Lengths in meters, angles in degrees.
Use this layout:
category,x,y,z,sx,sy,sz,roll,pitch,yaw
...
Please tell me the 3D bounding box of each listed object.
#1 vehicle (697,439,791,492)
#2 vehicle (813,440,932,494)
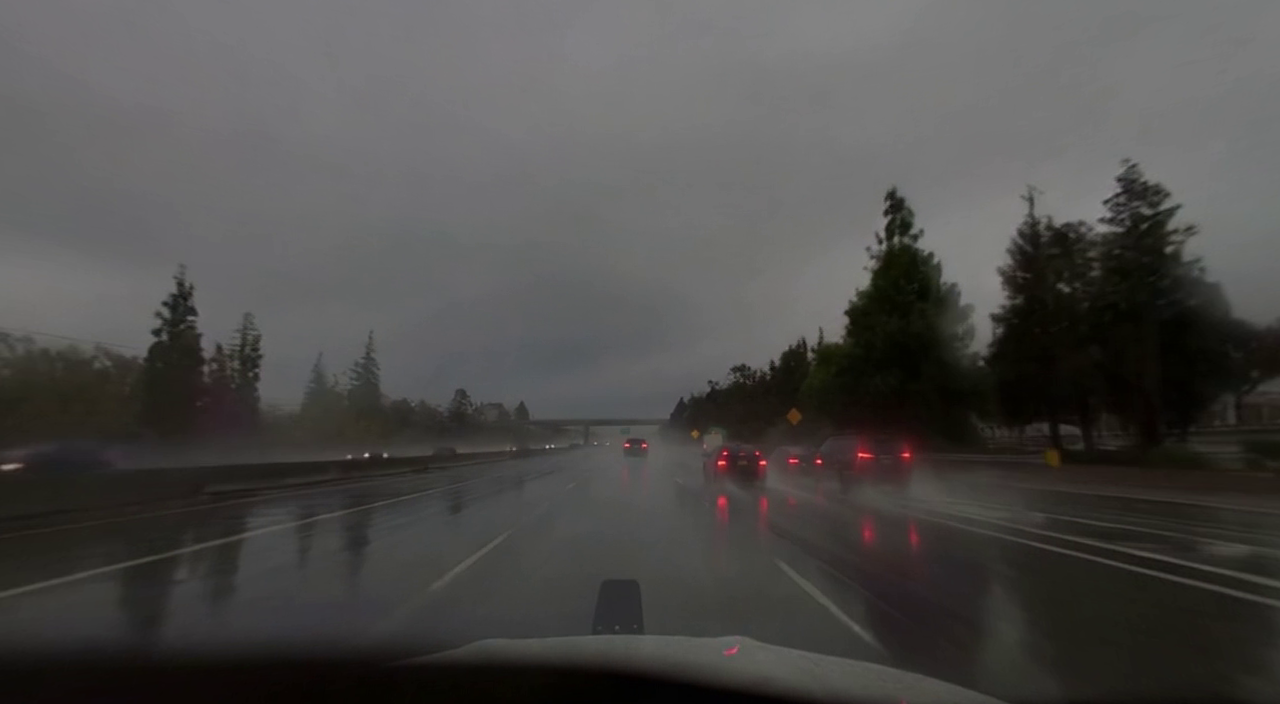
category,x,y,z,sx,sy,sz,roll,pitch,yaw
vehicle,3.148,3.557,20.139,2.076,1.472,4.562,0,-9,-2
vehicle,7.112,3.559,19.925,1.946,1.497,4.467,0,-9,-1
